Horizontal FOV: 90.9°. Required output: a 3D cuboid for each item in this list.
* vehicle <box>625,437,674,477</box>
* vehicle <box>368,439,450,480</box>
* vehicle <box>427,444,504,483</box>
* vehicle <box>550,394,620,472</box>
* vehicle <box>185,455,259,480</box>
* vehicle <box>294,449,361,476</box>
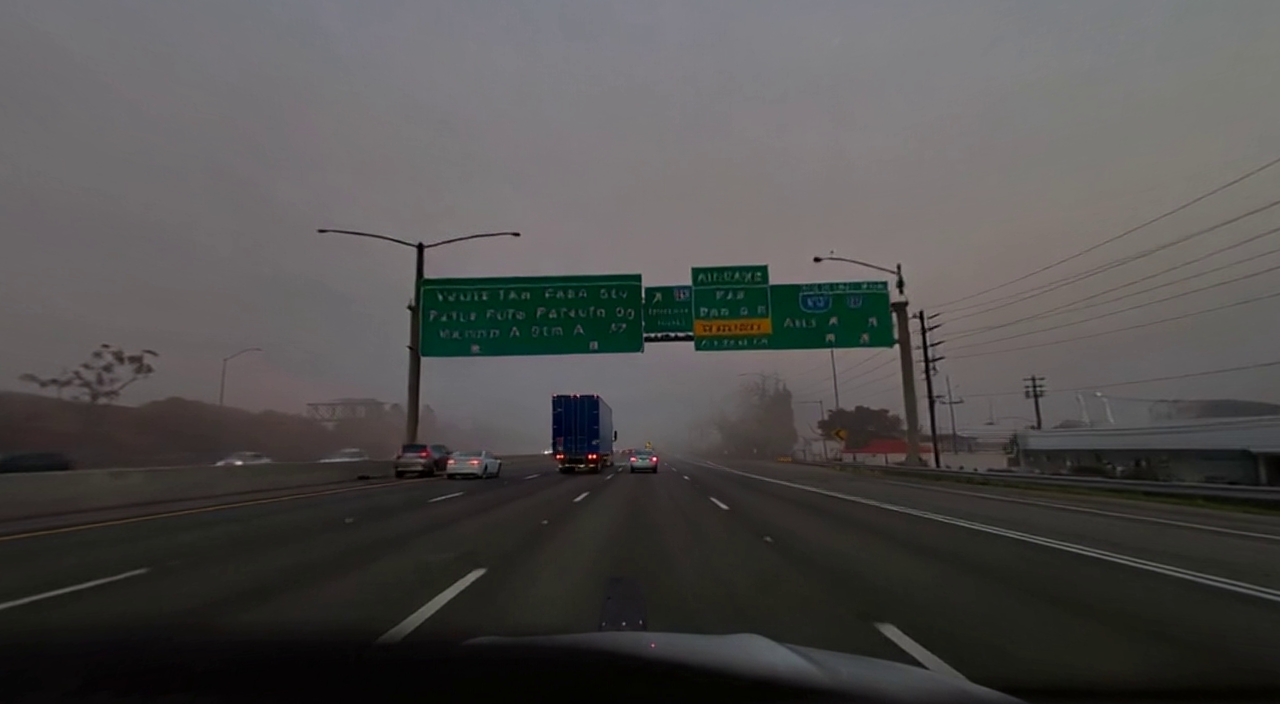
[{"bbox_3d":[0.464,5.250,31.761,2.279,1.837,4.747,0,-8,0],"label":"vehicle"},{"bbox_3d":[-10.320,4.817,28.542,1.997,1.692,4.294,0,-8,1],"label":"vehicle"},{"bbox_3d":[-7.193,4.606,26.485,1.945,1.482,4.109,0,-8,2],"label":"vehicle"},{"bbox_3d":[-3.307,5.736,43.432,2.888,4.308,16.259,0,-8,2],"label":"vehicle"},{"bbox_3d":[-26.472,7.298,40.142,1.765,1.427,4.213,0,-8,1],"label":"vehicle"},{"bbox_3d":[-19.539,6.907,39.630,1.958,1.504,4.309,0,-8,1],"label":"vehicle"}]
